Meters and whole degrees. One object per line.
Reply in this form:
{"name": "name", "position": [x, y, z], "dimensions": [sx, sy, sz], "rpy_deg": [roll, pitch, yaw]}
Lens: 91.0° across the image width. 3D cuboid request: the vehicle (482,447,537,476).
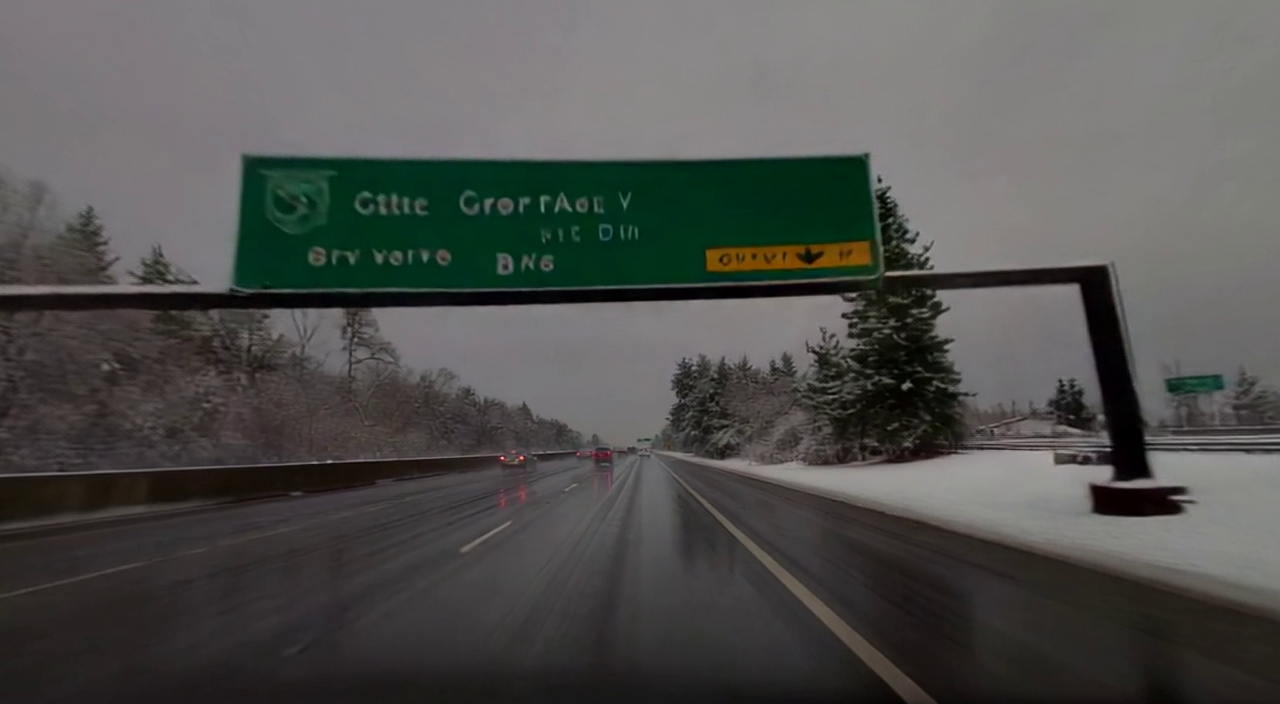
{"name": "vehicle", "position": [-7.243, 6.113, 35.391], "dimensions": [2.002, 1.507, 4.631], "rpy_deg": [0, -9, 1]}
